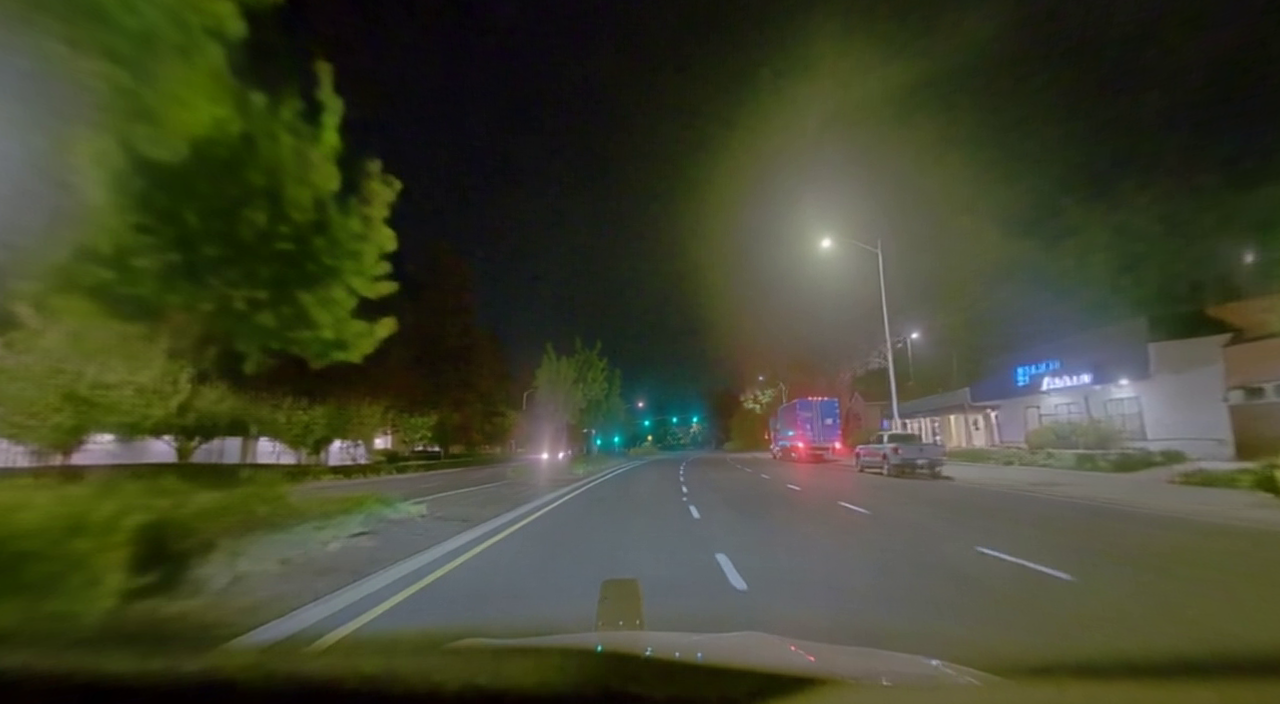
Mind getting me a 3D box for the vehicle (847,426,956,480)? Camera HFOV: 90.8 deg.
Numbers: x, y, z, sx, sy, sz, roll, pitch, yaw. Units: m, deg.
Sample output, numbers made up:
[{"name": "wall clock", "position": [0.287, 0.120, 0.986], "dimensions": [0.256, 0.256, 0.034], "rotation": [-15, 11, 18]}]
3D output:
[{"name": "vehicle", "position": [10.419, 4.092, 25.806], "dimensions": [2.200, 1.944, 5.935], "rotation": [0, -8, 3]}]
